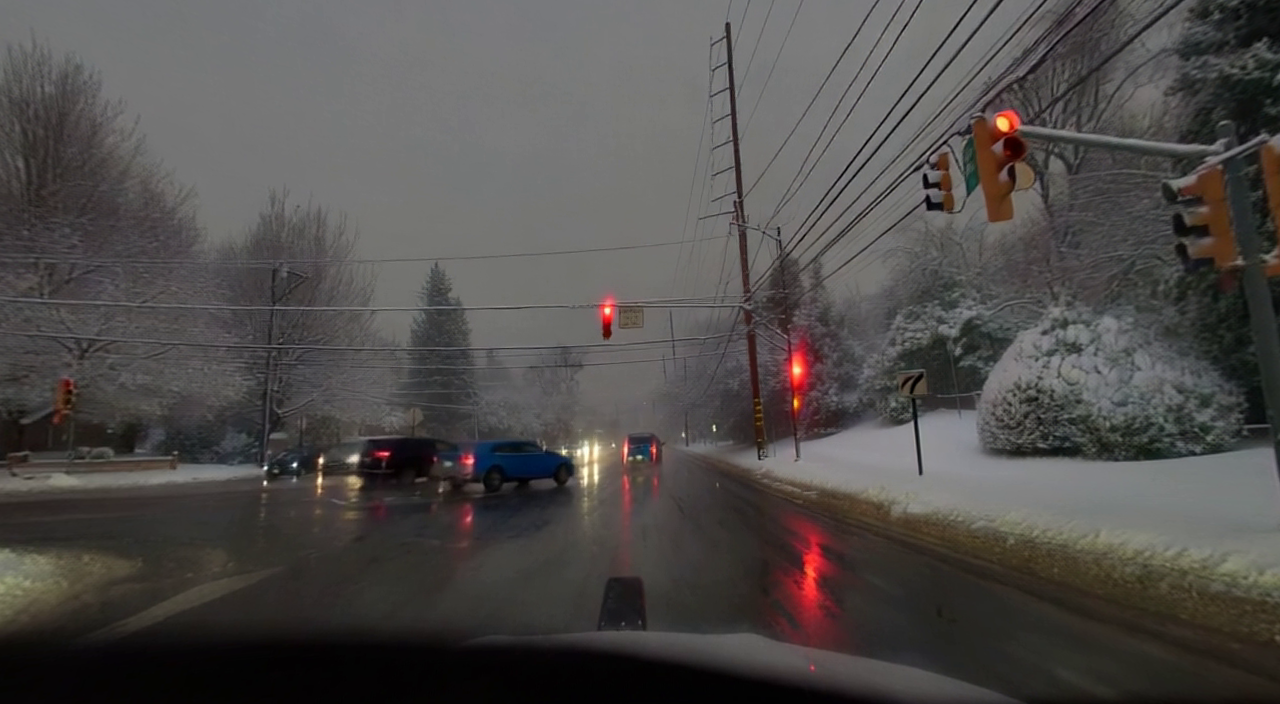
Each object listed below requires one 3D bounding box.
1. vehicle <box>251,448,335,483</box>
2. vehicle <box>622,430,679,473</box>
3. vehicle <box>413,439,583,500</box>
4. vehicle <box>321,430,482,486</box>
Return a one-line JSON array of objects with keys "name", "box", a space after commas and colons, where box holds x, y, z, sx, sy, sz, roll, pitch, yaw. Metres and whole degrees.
[{"name": "vehicle", "box": [-17.099, 5.616, 31.180, 1.942, 1.477, 3.957, -4, -9, 0]}, {"name": "vehicle", "box": [0.675, 5.142, 32.692, 2.137, 1.986, 5.930, -2, -9, 9]}, {"name": "vehicle", "box": [-3.832, 3.232, 17.817, 2.019, 1.455, 4.529, -6, -10, 33]}, {"name": "vehicle", "box": [-8.279, 3.707, 22.281, 1.929, 1.750, 5.044, -7, -11, 35]}]
